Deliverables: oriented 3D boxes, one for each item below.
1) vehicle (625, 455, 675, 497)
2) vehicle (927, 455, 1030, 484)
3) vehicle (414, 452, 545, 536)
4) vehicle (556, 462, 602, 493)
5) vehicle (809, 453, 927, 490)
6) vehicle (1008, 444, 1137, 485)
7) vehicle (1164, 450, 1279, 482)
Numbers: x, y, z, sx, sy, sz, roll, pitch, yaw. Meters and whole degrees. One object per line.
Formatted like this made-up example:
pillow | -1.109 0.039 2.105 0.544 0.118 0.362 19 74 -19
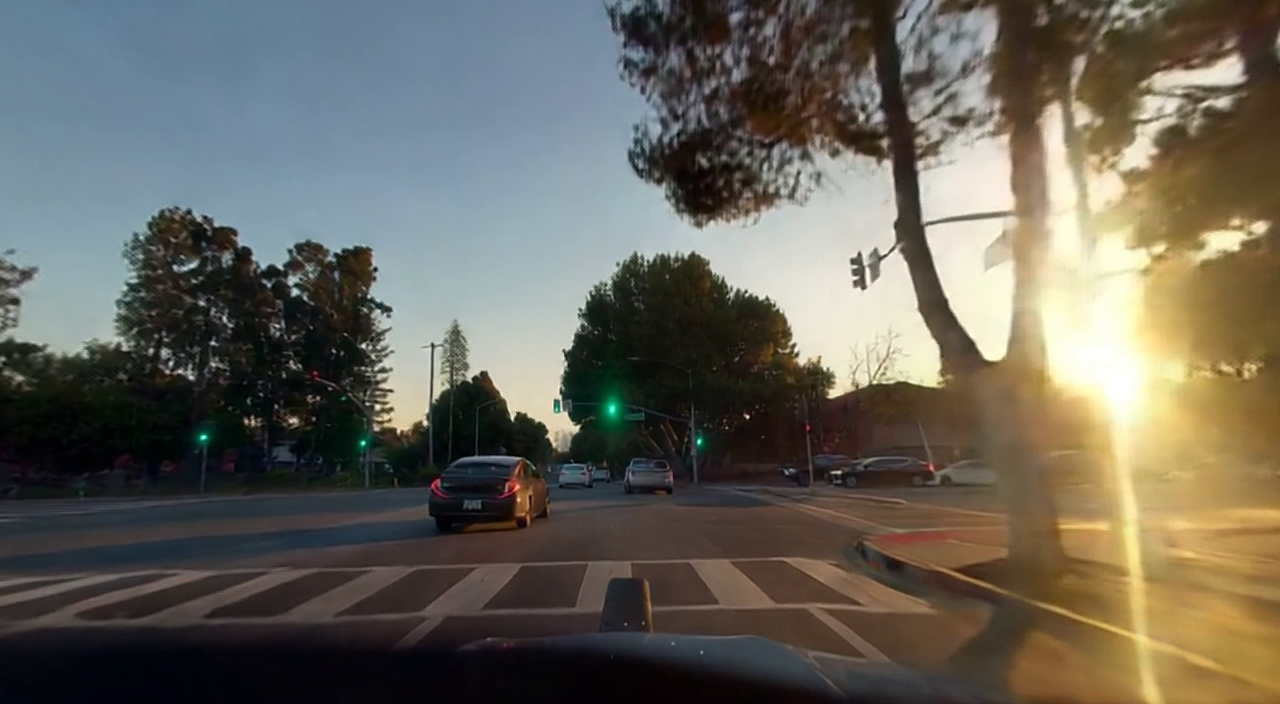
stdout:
vehicle | 0.433 5.636 28.893 2.163 1.678 3.846 0 -8 0
vehicle | 18.561 6.446 34.741 4.478 1.495 2.063 0 -8 0
vehicle | -3.335 3.008 13.850 1.960 1.528 3.490 0 -8 0
vehicle | -3.329 6.960 35.178 2.013 1.474 4.393 -1 -8 1
vehicle | 11.035 5.866 30.791 4.875 1.473 2.077 -3 -12 -1
vehicle | 21.089 5.501 30.901 4.585 1.681 2.140 -3 -10 0
vehicle | 28.997 5.607 31.156 4.365 1.448 1.928 0 -8 1
